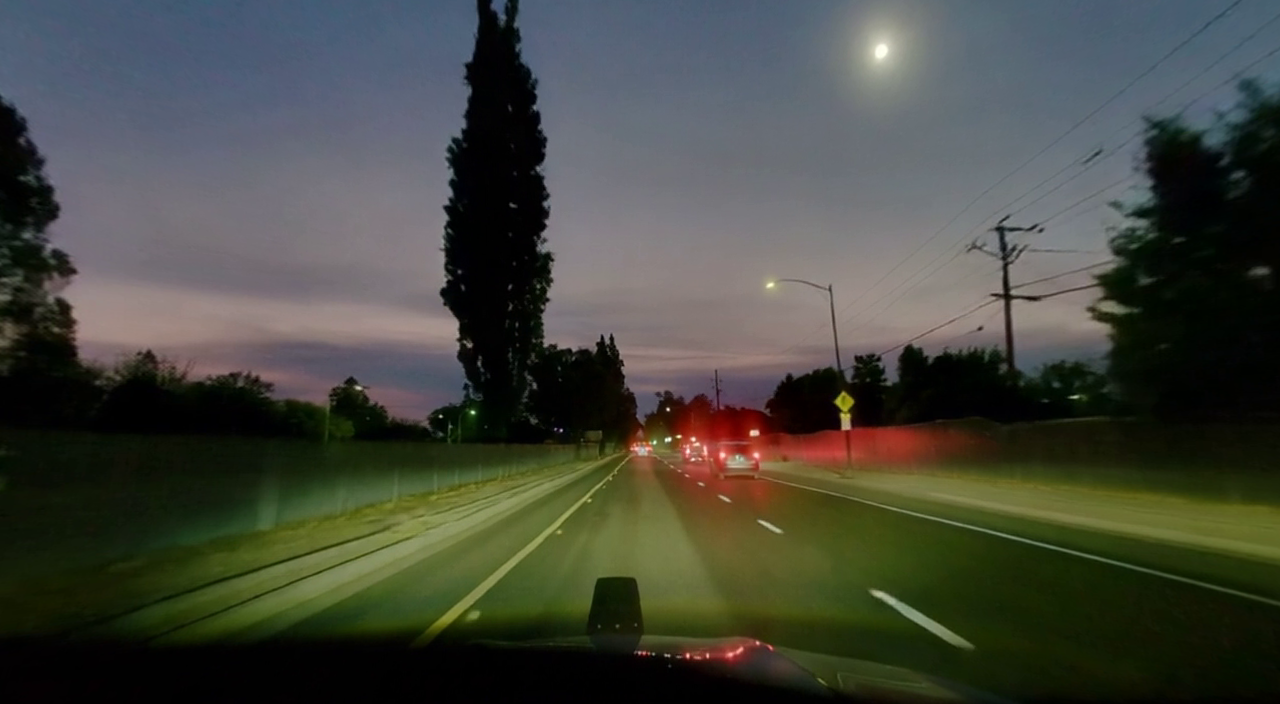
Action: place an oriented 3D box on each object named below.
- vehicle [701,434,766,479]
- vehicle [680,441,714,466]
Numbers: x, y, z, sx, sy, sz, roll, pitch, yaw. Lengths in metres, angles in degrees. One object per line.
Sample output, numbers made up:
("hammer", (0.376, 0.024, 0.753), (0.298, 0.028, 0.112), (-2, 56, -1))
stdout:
("vehicle", (4.081, 4.685, 28.453), (2.112, 1.825, 4.574), (0, -9, -1))
("vehicle", (4.017, 7.223, 44.879), (2.012, 1.653, 4.115), (0, -9, 0))
